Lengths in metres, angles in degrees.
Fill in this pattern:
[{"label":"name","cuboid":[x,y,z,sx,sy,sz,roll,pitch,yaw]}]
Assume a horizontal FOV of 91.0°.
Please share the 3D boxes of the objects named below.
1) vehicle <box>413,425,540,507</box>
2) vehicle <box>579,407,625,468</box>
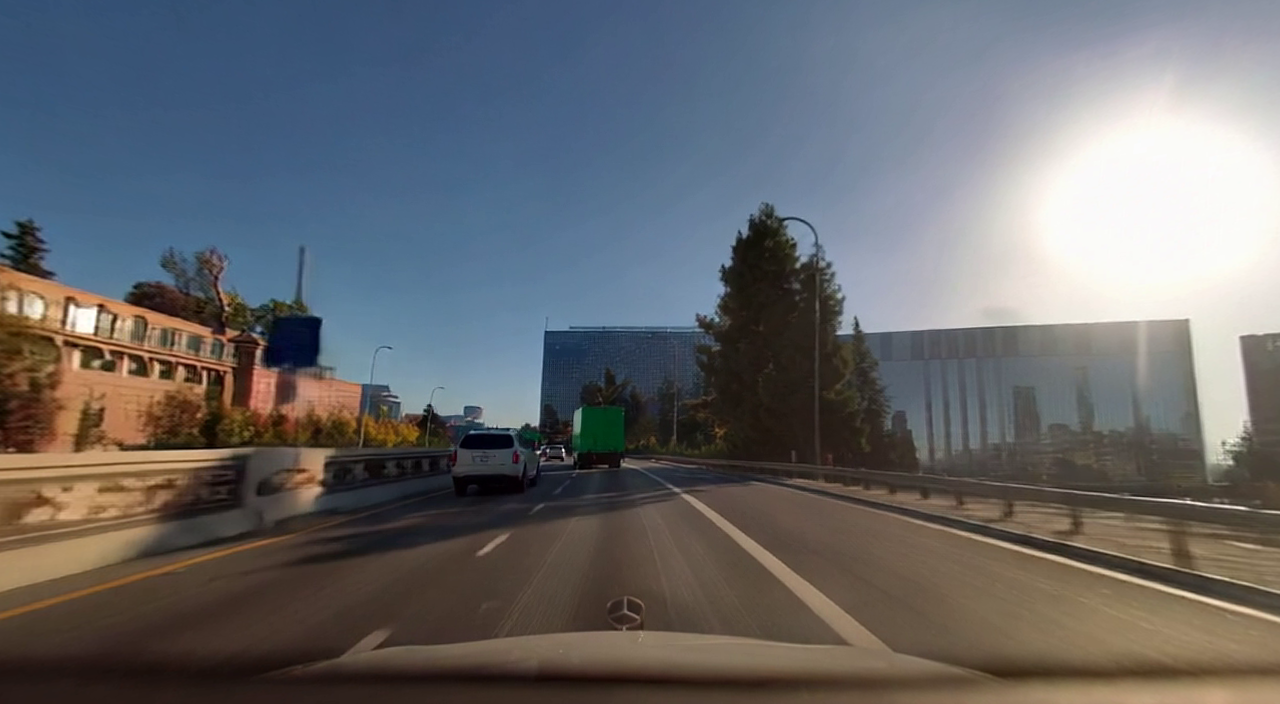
[{"label":"vehicle","cuboid":[-3.856,2.790,15.724,2.041,1.734,4.391,0,-9,-1]},{"label":"vehicle","cuboid":[-2.840,6.543,47.520,2.959,3.975,12.918,1,-9,-3]}]
